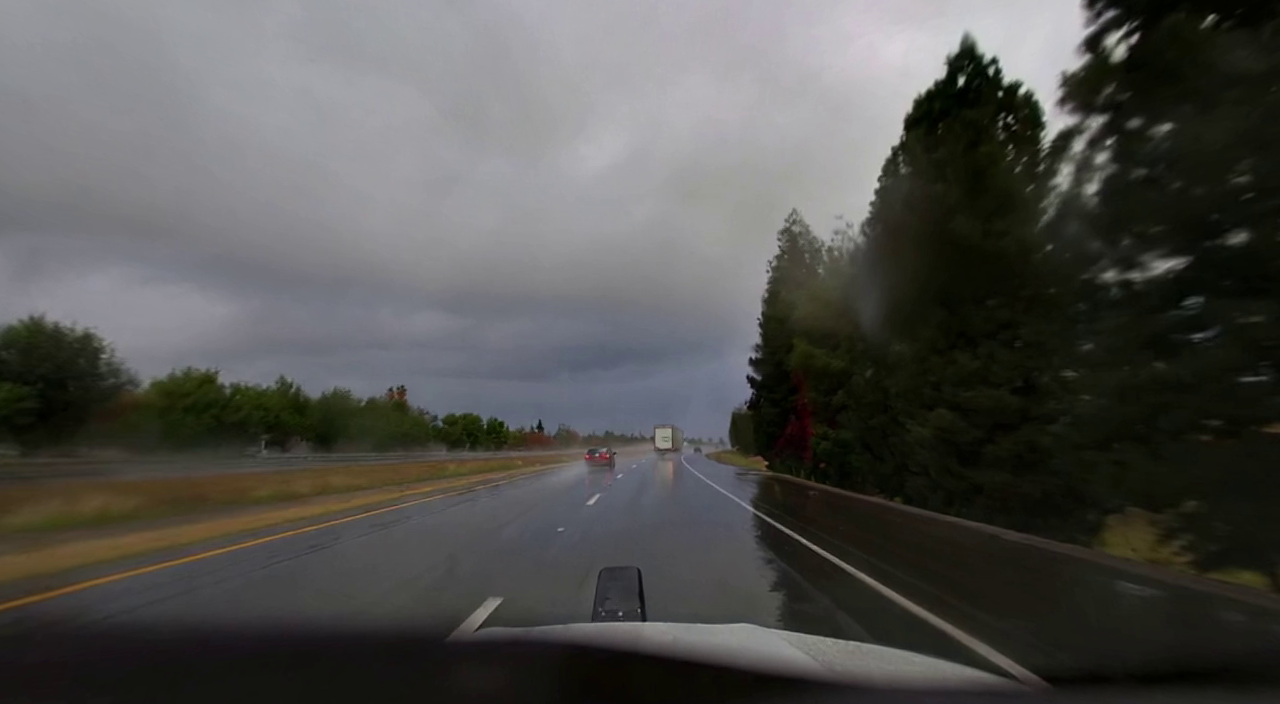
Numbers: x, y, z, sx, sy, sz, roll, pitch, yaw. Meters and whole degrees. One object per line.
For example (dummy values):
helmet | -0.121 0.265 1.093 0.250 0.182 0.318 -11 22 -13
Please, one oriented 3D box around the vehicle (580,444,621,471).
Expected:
vehicle | -2.386 6.496 38.871 2.199 1.555 4.451 0 -9 0
